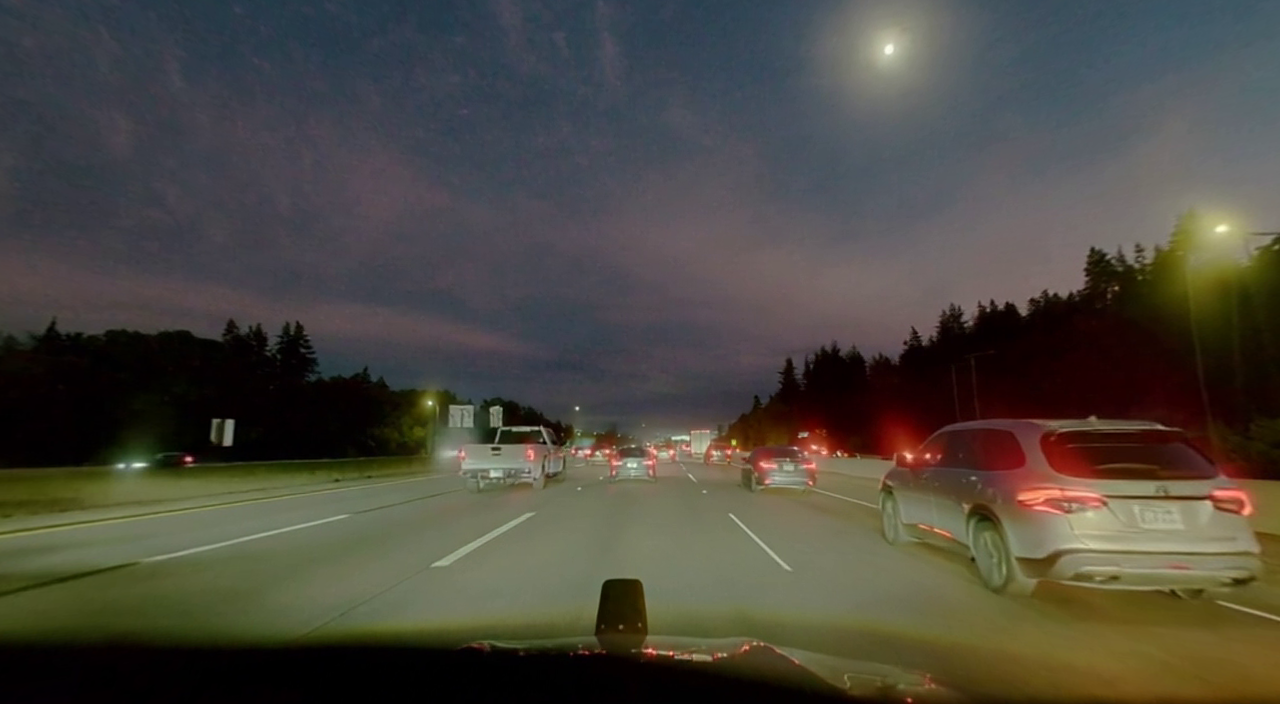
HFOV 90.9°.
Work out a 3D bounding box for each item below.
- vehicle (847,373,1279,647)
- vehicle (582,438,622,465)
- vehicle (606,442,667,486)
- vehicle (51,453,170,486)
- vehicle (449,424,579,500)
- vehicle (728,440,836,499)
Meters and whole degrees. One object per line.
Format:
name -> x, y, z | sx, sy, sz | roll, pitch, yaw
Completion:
vehicle -> 3.887, 1.355, 6.458 | 1.999, 1.777, 4.578 | 0, -8, 1
vehicle -> -2.609, 7.076, 44.923 | 2.110, 1.811, 5.585 | -1, -8, 4
vehicle -> -0.030, 4.073, 23.252 | 2.070, 1.456, 4.029 | 0, -8, 2
vehicle -> -26.240, 5.813, 31.473 | 1.956, 1.476, 4.412 | 0, -8, 3
vehicle -> -3.450, 3.193, 18.834 | 2.395, 1.892, 5.995 | 0, -8, 2
vehicle -> 3.946, 3.328, 18.411 | 1.907, 1.474, 4.840 | 0, -8, -2
